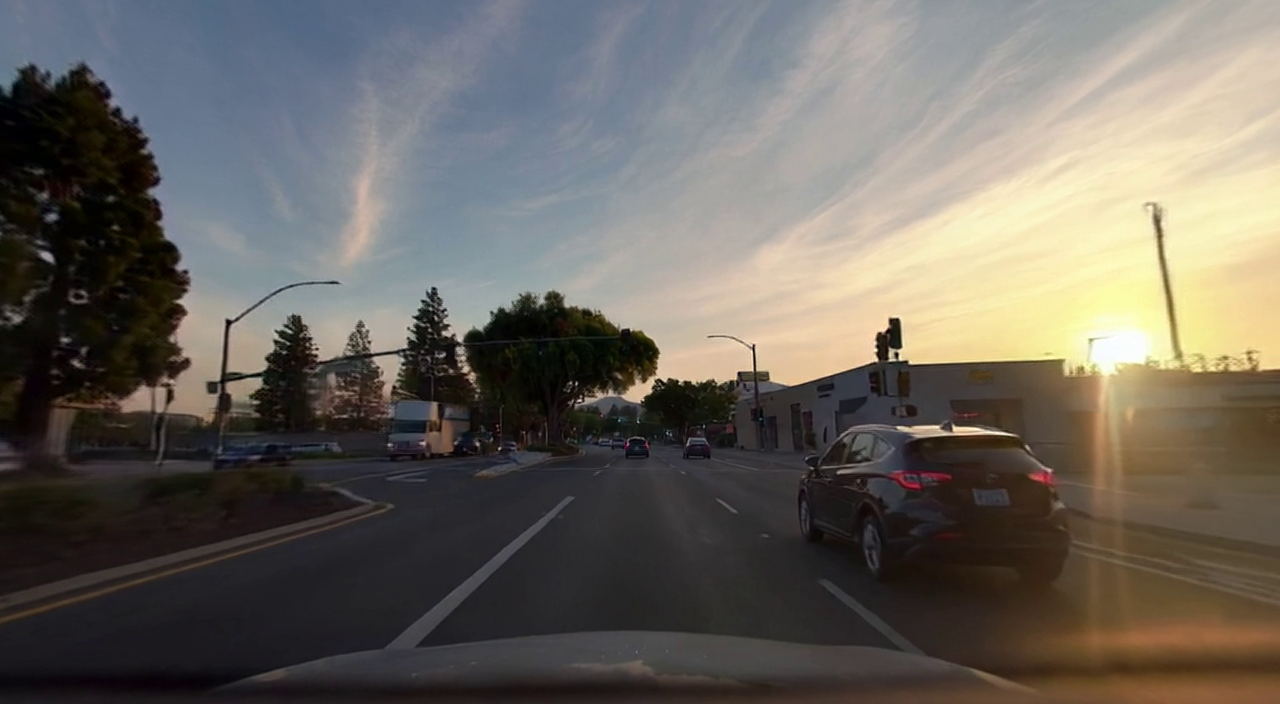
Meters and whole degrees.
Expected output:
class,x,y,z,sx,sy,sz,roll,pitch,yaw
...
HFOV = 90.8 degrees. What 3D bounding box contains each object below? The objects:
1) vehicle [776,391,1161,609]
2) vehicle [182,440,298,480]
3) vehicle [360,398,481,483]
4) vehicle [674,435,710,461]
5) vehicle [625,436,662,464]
class,x,y,z,sx,sy,sz,roll,pitch,yaw
vehicle,3.057,1.478,7.208,1.969,1.682,4.387,0,-8,-1
vehicle,-17.754,4.792,28.436,1.946,1.606,5.136,0,-8,-1
vehicle,-7.374,3.098,22.081,2.334,2.525,5.893,0,-8,-3
vehicle,3.538,6.619,43.604,2.085,1.668,4.077,0,-8,-1
vehicle,0.150,5.822,37.604,2.023,1.532,3.891,0,-8,-2
